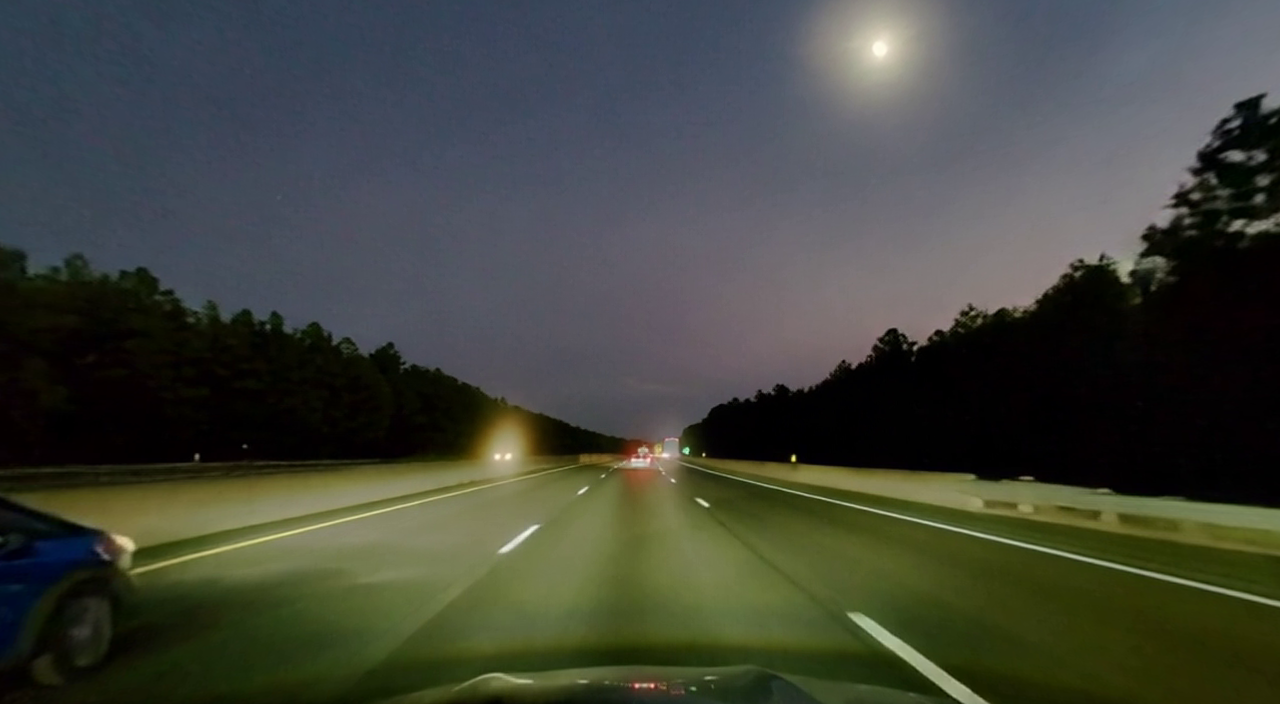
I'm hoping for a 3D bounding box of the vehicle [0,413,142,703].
[{"bbox_3d":[-4.185,0.913,2.056,1.927,1.530,3.874,0,-9,0],"label":"vehicle"}]
